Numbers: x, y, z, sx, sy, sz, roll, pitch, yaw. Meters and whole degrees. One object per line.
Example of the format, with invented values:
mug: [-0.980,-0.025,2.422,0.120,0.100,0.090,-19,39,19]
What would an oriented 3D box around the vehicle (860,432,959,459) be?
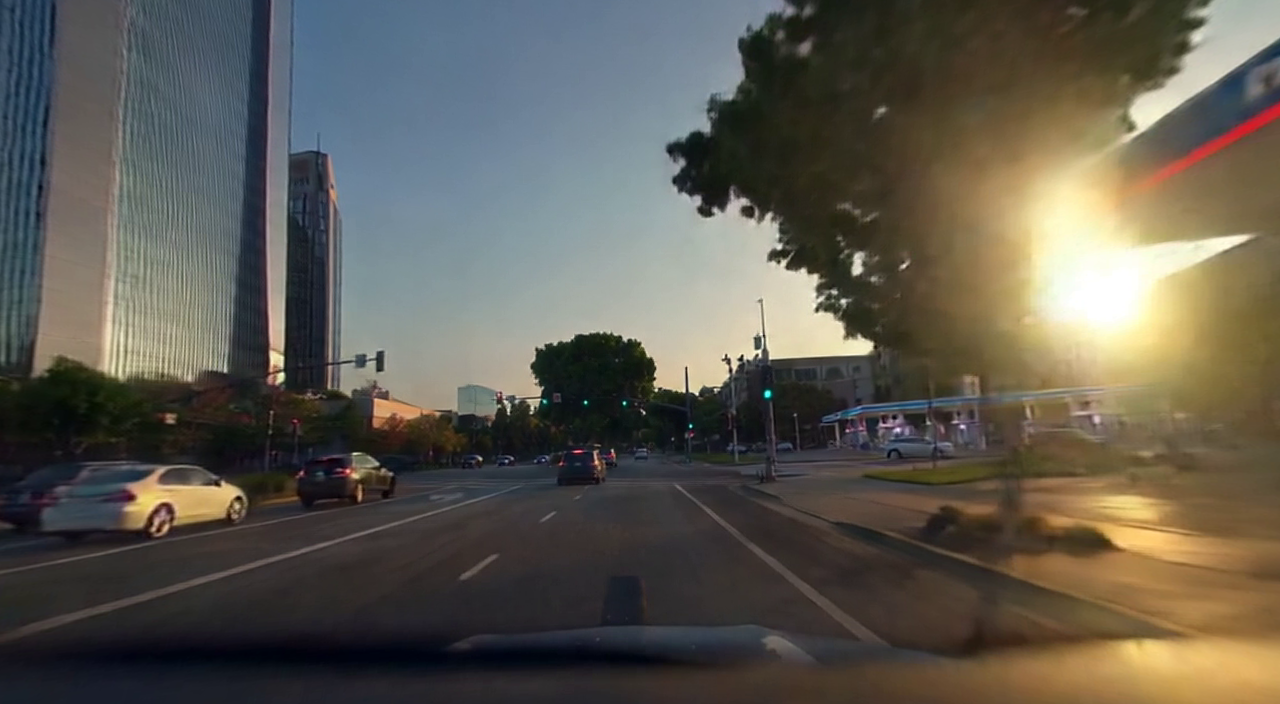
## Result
vehicle: [17.563,6.129,41.273,5.708,1.585,2.070,-4,-7,22]

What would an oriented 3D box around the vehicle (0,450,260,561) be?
vehicle: [-9.475,2.613,11.582,1.965,1.541,4.718,0,-8,1]

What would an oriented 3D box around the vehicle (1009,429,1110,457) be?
vehicle: [25.538,5.580,38.537,4.700,1.579,1.823,-4,-8,19]

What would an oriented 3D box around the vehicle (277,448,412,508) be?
vehicle: [-9.174,3.906,20.088,2.068,1.659,4.509,0,-8,1]

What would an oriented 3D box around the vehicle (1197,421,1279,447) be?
vehicle: [34.862,4.623,35.357,4.849,1.399,2.057,-2,-8,17]

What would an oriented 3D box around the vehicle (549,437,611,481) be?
vehicle: [-3.097,5.717,34.135,2.602,2.091,6.347,0,-8,1]
